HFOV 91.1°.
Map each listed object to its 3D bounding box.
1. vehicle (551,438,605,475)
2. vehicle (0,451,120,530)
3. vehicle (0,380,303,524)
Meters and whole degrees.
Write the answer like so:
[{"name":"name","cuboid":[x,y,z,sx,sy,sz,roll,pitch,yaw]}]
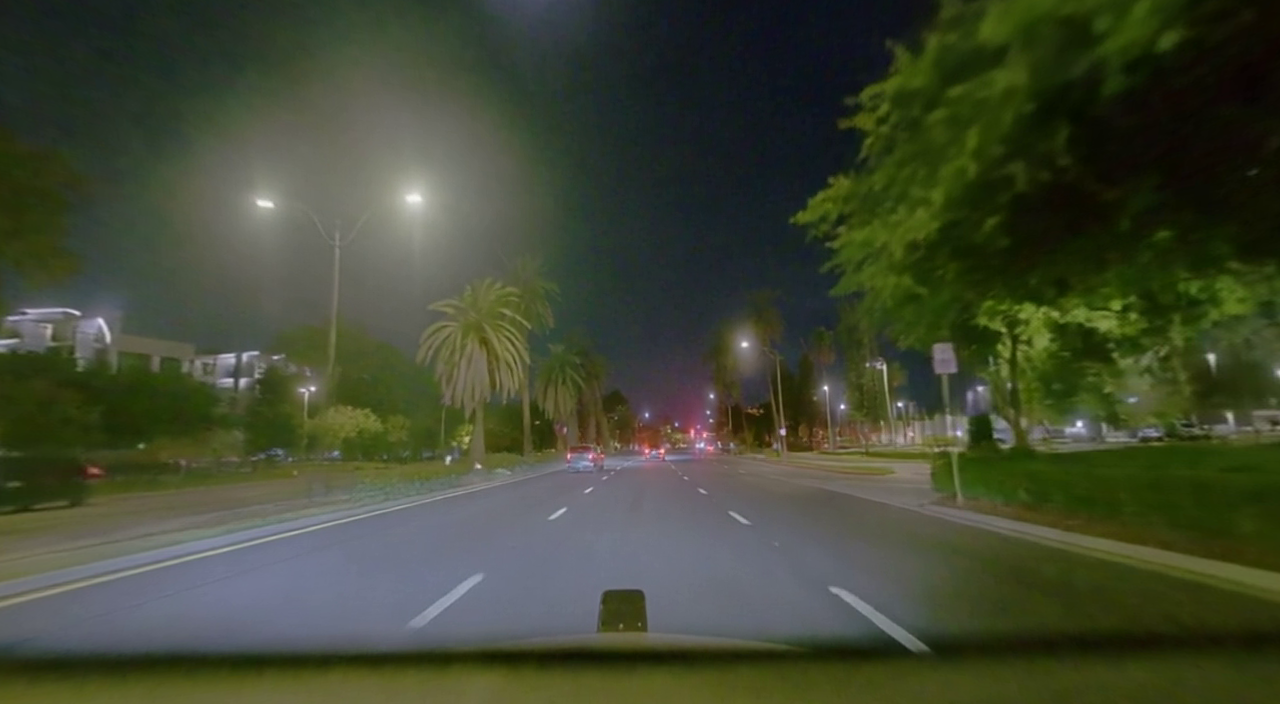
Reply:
[{"name":"vehicle","cuboid":[-3.226,5.545,33.542,2.188,1.819,4.667,0,-9,3]},{"name":"vehicle","cuboid":[-16.402,3.364,15.319,2.402,1.844,5.766,0,-9,1]},{"name":"vehicle","cuboid":[-20.770,4.046,27.301,2.968,4.370,16.176,0,-7,1]}]
